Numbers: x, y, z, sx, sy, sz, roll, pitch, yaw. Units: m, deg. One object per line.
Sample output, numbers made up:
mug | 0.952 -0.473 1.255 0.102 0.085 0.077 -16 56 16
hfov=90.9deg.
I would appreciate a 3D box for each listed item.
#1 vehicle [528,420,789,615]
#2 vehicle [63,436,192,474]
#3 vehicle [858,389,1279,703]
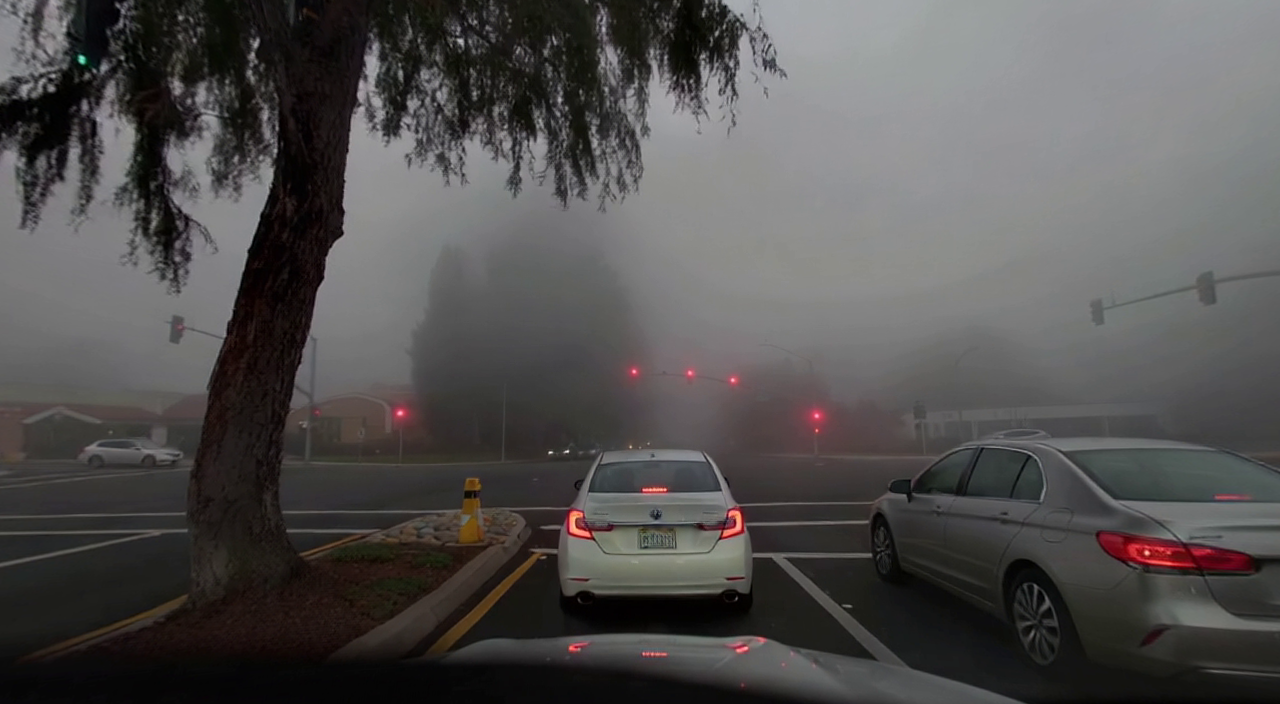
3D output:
vehicle | 0.103 1.565 6.873 2.017 1.485 3.813 0 -8 -1
vehicle | -24.283 4.875 29.992 4.450 1.684 1.894 0 -8 0
vehicle | 3.175 1.123 3.890 1.931 1.493 4.555 0 -8 -1
